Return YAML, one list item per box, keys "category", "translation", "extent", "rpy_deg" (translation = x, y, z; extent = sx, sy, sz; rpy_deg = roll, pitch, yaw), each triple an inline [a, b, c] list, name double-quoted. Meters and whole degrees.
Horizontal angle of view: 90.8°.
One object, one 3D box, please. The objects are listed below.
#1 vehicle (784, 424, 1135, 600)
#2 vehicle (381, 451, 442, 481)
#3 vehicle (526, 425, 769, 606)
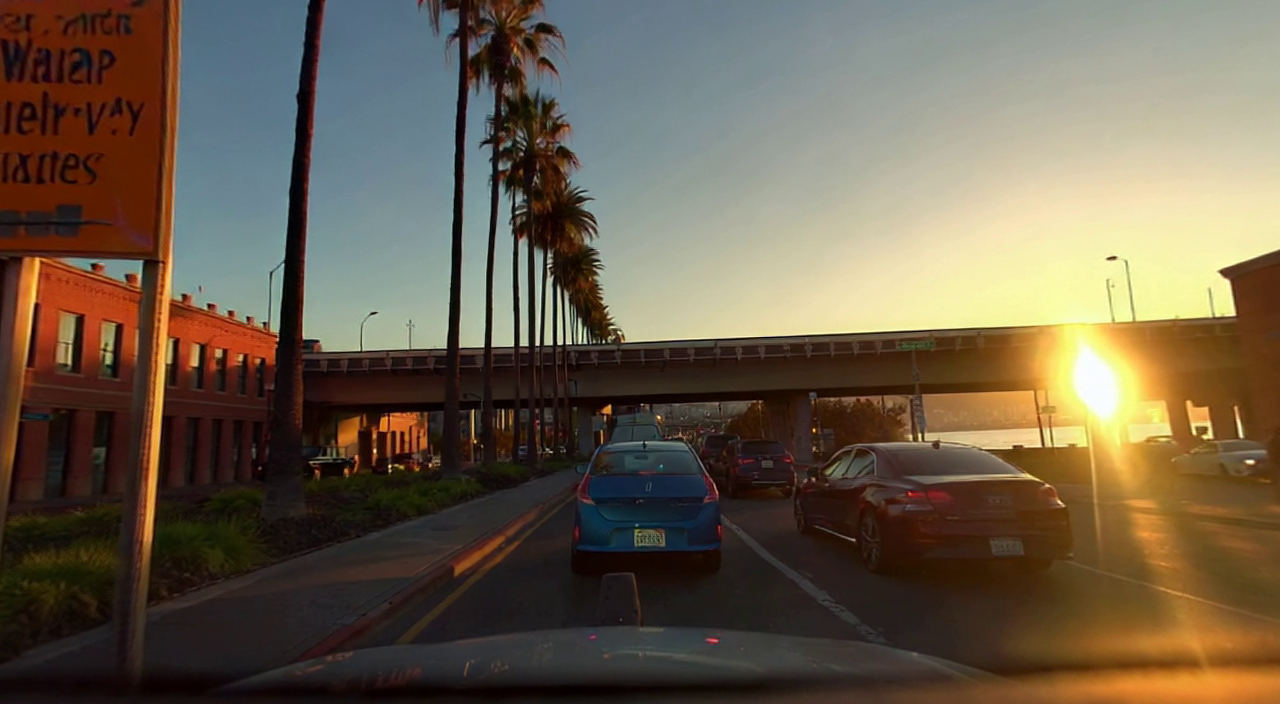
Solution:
- category: "vehicle"
  translation: [3.271, 1.716, 7.718]
  extent: [1.920, 1.490, 4.417]
  rpy_deg: [0, -9, -1]
- category: "vehicle"
  translation: [-14.960, 7.475, 41.701]
  extent: [2.104, 1.802, 4.852]
  rpy_deg: [0, -9, 1]
- category: "vehicle"
  translation: [0.059, 1.668, 7.248]
  extent: [2.048, 1.503, 3.681]
  rpy_deg: [0, -9, 0]
